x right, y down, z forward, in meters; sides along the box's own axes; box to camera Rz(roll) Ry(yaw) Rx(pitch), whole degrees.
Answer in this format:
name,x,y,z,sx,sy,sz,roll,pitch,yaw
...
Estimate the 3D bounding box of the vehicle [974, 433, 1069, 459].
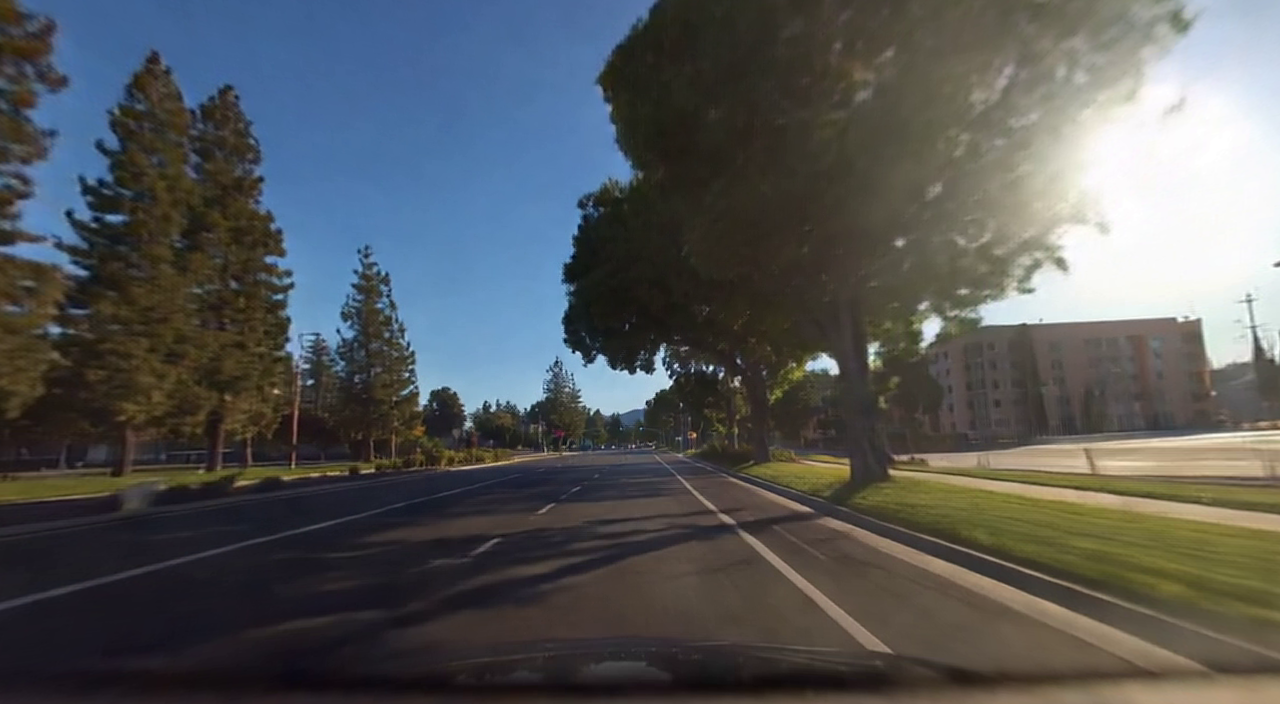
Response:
name,x,y,z,sx,sy,sz,roll,pitch,yaw
vehicle,22.147,5.470,36.700,4.271,1.424,1.941,0,-8,1
